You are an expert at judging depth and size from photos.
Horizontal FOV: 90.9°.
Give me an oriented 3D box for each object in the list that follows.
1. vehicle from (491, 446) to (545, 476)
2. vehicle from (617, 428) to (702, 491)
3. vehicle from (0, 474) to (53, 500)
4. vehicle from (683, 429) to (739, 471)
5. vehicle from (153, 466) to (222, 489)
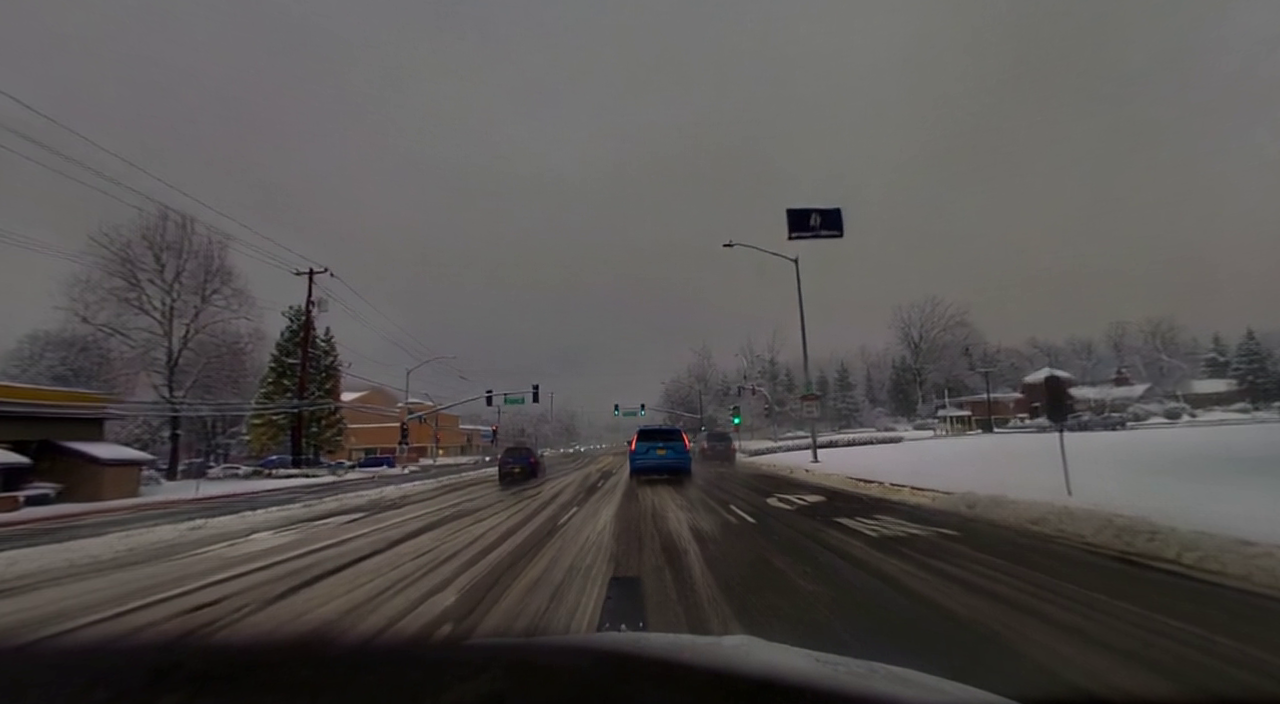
[{"bbox_3d":[-6.542,5.875,34.332,1.966,1.461,4.422,0,-8,1],"label":"vehicle"},{"bbox_3d":[0.555,3.554,21.267,2.513,1.854,5.235,0,-8,-1],"label":"vehicle"},{"bbox_3d":[-41.026,8.721,40.714,1.792,1.450,4.553,0,-8,2],"label":"vehicle"},{"bbox_3d":[3.910,5.576,36.102,2.452,2.148,5.877,0,-8,-1],"label":"vehicle"},{"bbox_3d":[-33.306,9.239,46.442,4.542,1.475,1.903,-4,-9,22],"label":"vehicle"}]
